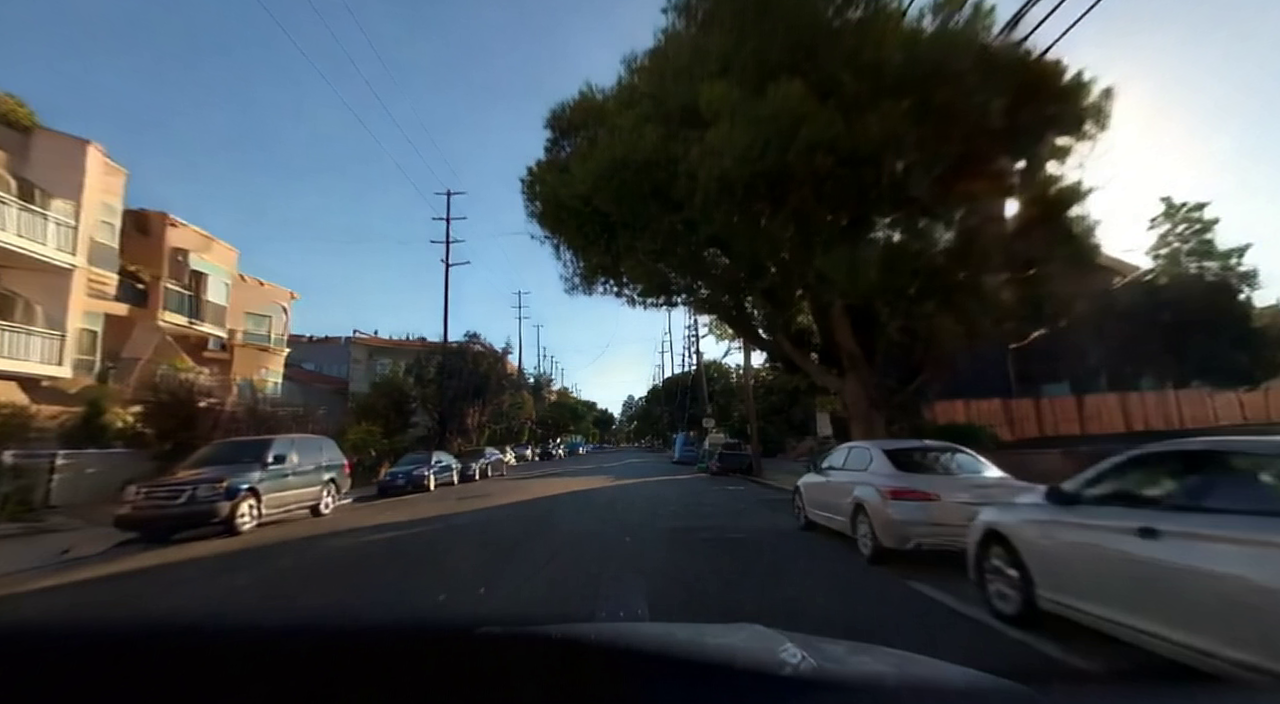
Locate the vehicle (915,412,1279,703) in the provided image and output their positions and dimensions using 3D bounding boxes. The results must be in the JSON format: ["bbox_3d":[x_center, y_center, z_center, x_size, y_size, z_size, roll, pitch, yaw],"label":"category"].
[{"bbox_3d":[3.804,1.226,3.888,1.943,1.563,4.752,1,-9,-2],"label":"vehicle"}]

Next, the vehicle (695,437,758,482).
[{"bbox_3d":[3.585,4.522,26.919,2.095,1.694,4.592,-1,-8,1],"label":"vehicle"}]

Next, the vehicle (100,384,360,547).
[{"bbox_3d":[-7.157,2.030,11.728,1.889,2.463,4.142,0,-9,1],"label":"vehicle"}]

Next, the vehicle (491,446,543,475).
[{"bbox_3d":[-7.480,6.643,38.877,2.145,1.488,4.646,-2,-7,1],"label":"vehicle"}]

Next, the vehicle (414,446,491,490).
[{"bbox_3d":[-7.759,4.841,26.602,1.917,1.618,4.825,-1,-10,-2],"label":"vehicle"}]

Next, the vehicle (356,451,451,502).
[{"bbox_3d":[-7.768,4.101,21.209,1.873,1.437,4.068,-1,-8,-4],"label":"vehicle"}]
